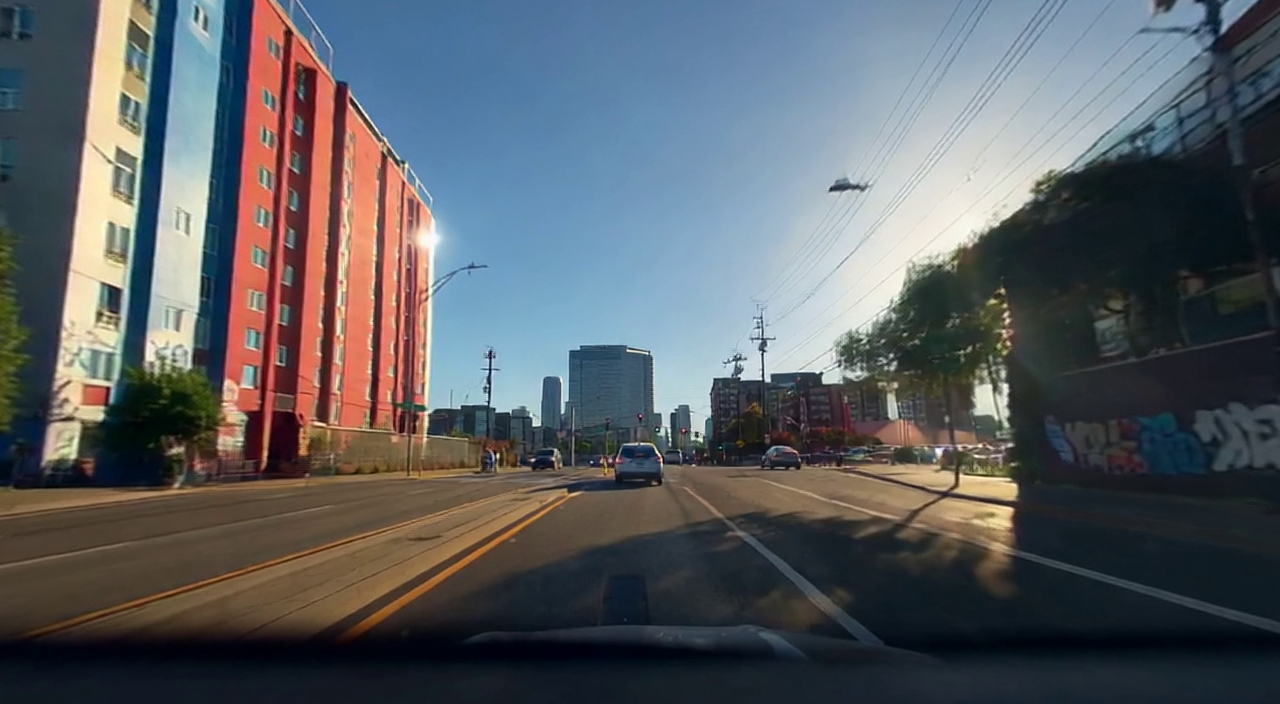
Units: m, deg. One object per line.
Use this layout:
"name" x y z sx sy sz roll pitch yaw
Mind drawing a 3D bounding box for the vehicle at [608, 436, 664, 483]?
"vehicle" -0.171 4.558 26.979 2.160 1.786 4.702 0 -9 0

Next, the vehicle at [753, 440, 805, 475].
"vehicle" 7.470 5.674 34.293 1.952 1.749 4.311 -1 -9 2
